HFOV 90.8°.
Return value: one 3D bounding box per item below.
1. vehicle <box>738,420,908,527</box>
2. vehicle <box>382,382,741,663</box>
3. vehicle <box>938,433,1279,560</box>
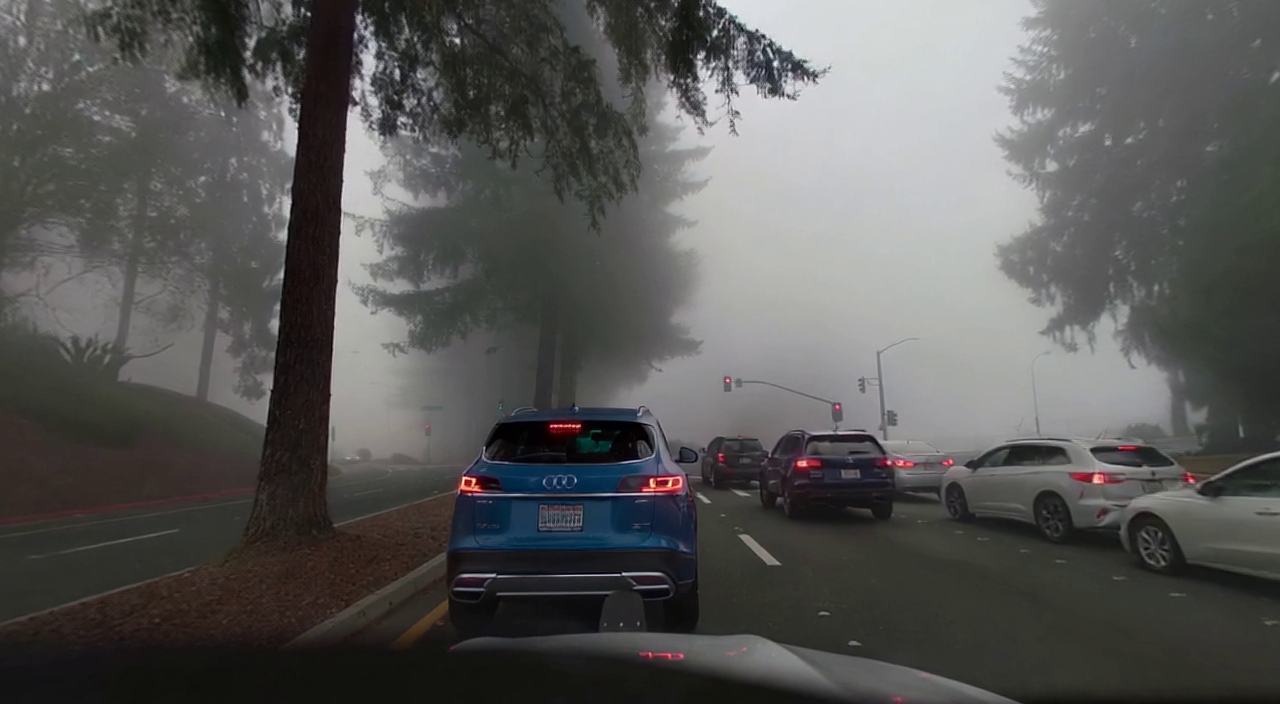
[{"bbox_3d":[3.255,2.267,12.303,1.963,1.682,4.407,0,-9,0],"label":"vehicle"},{"bbox_3d":[-0.429,1.358,6.090,2.201,1.709,4.271,0,-9,1],"label":"vehicle"},{"bbox_3d":[6.592,2.019,9.646,1.894,1.445,4.565,0,-9,0],"label":"vehicle"}]
